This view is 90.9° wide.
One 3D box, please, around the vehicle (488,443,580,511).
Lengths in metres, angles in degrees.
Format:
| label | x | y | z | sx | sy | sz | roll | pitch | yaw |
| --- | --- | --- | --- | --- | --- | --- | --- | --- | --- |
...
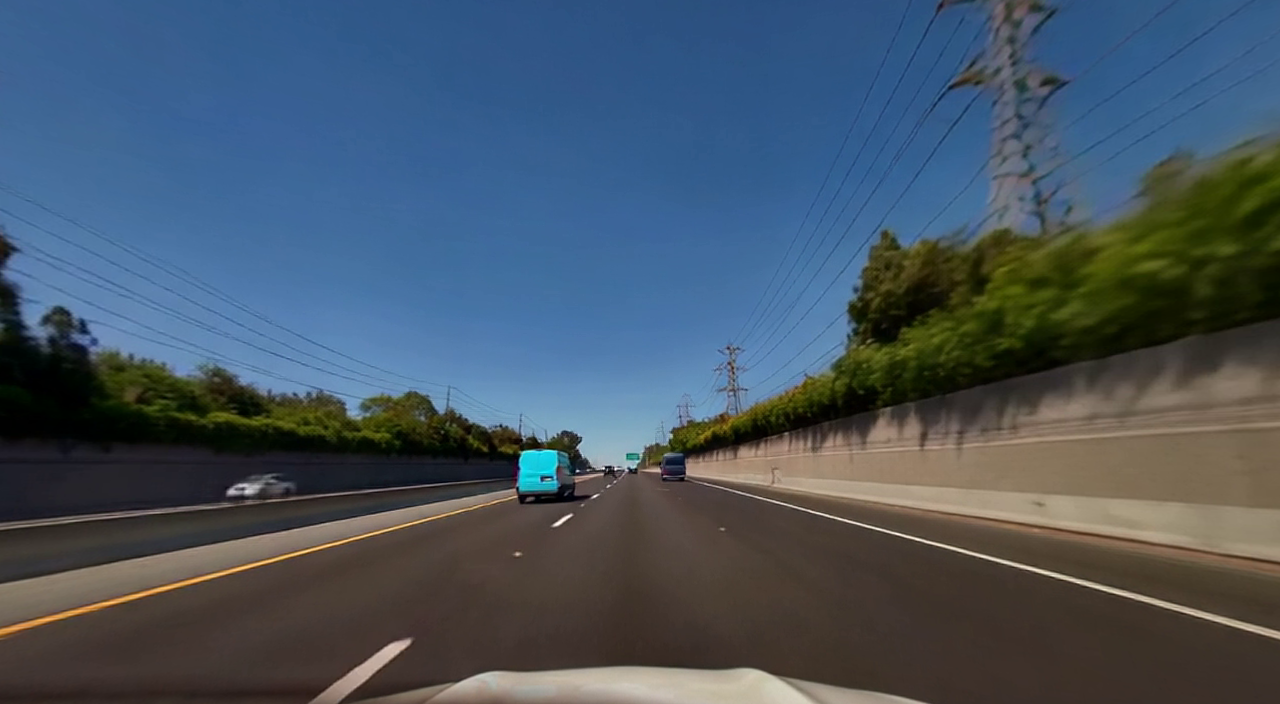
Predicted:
| label | x | y | z | sx | sy | sz | roll | pitch | yaw |
| --- | --- | --- | --- | --- | --- | --- | --- | --- | --- |
| vehicle | -3.404 | 4.199 | 21.348 | 2.324 | 2.008 | 4.654 | 1 | -11 | 0 |

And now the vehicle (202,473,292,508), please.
| label | x | y | z | sx | sy | sz | roll | pitch | yaw |
| --- | --- | --- | --- | --- | --- | --- | --- | --- | --- |
| vehicle | -21.054 | 7.431 | 34.042 | 1.913 | 1.678 | 4.537 | 1 | -11 | 0 |
